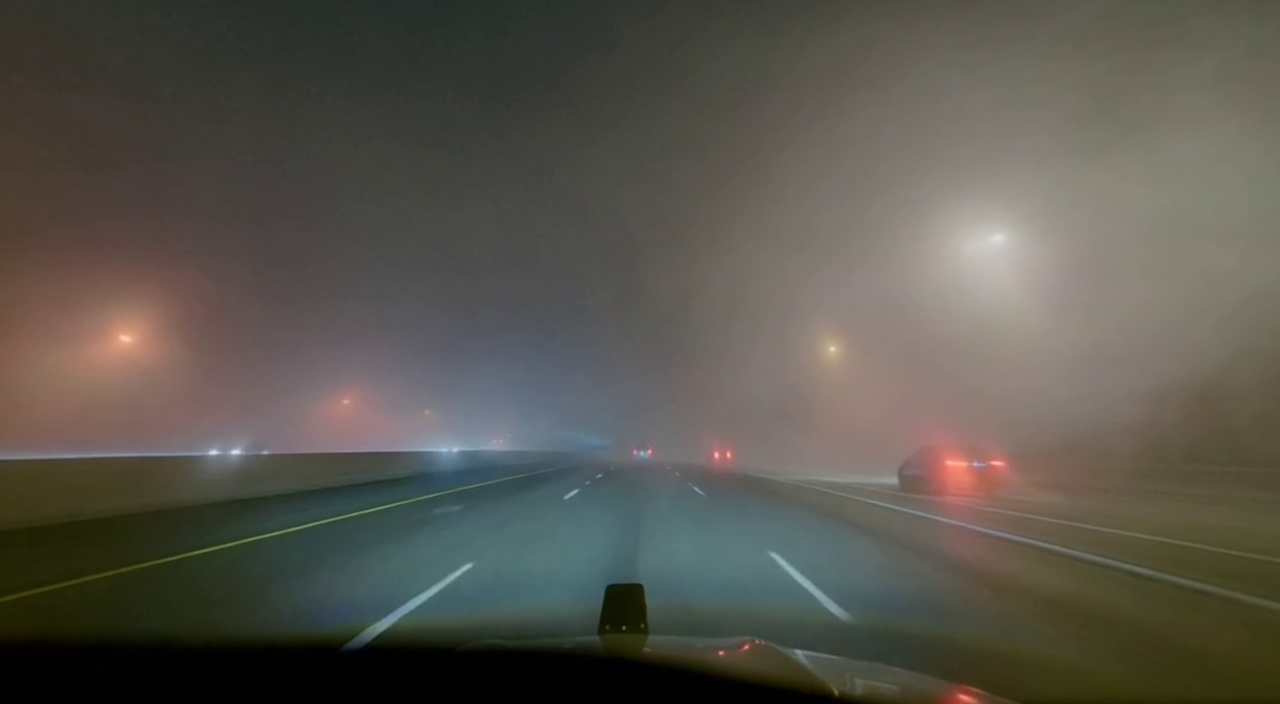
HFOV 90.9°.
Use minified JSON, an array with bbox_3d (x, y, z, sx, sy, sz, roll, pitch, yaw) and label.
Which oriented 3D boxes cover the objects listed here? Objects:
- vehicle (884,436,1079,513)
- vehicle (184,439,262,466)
[{"bbox_3d":[7.837,2.832,15.142,2.031,1.524,4.657,0,-8,-1],"label":"vehicle"},{"bbox_3d":[-28.995,6.976,44.011,1.999,1.727,4.986,0,-8,0],"label":"vehicle"}]
